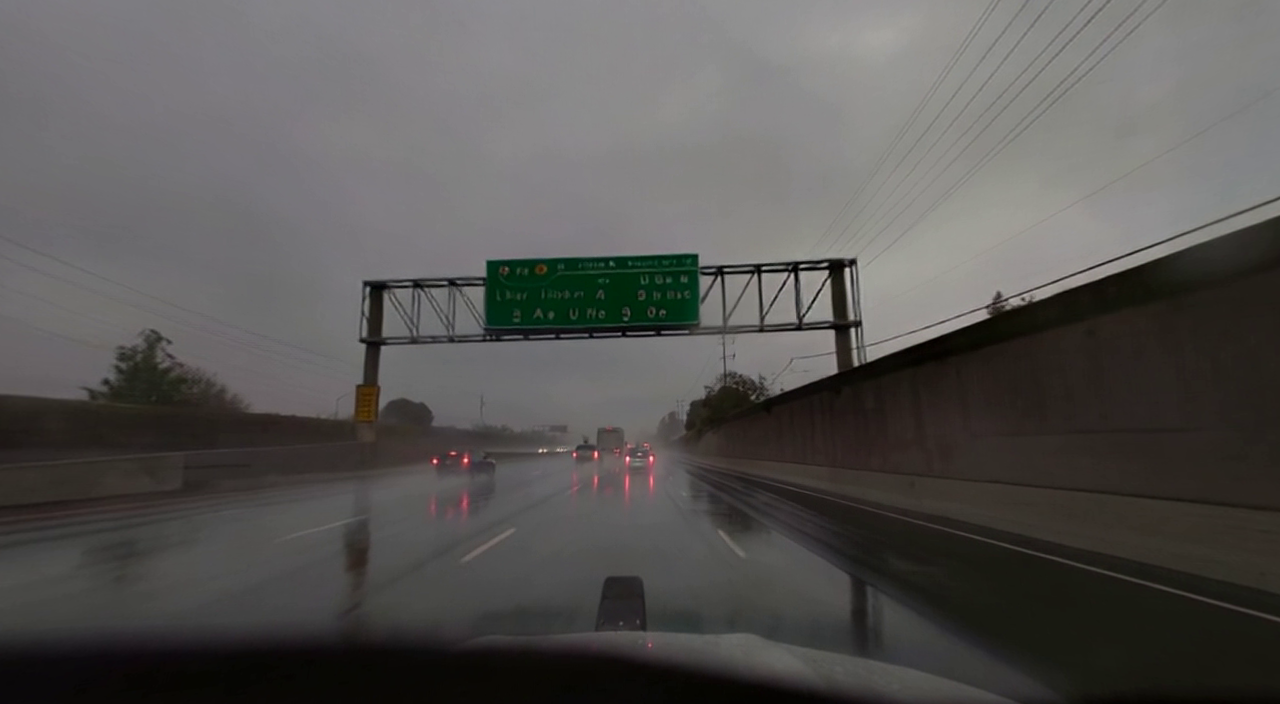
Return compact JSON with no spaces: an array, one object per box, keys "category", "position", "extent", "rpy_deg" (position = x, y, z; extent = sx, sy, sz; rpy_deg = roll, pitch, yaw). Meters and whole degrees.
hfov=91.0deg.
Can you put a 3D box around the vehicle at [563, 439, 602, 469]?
[{"category":"vehicle","position":[-3.813,6.856,42.478],"extent":[2.109,1.840,4.614],"rpy_deg":[0,-9,1]}]

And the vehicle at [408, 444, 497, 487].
[{"category":"vehicle","position":[-7.235,4.391,24.810],"extent":[2.025,1.510,4.582],"rpy_deg":[-1,-9,1]}]

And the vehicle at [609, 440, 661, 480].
[{"category":"vehicle","position":[-0.204,4.875,28.649],"extent":[2.178,1.640,4.071],"rpy_deg":[0,-9,0]}]
